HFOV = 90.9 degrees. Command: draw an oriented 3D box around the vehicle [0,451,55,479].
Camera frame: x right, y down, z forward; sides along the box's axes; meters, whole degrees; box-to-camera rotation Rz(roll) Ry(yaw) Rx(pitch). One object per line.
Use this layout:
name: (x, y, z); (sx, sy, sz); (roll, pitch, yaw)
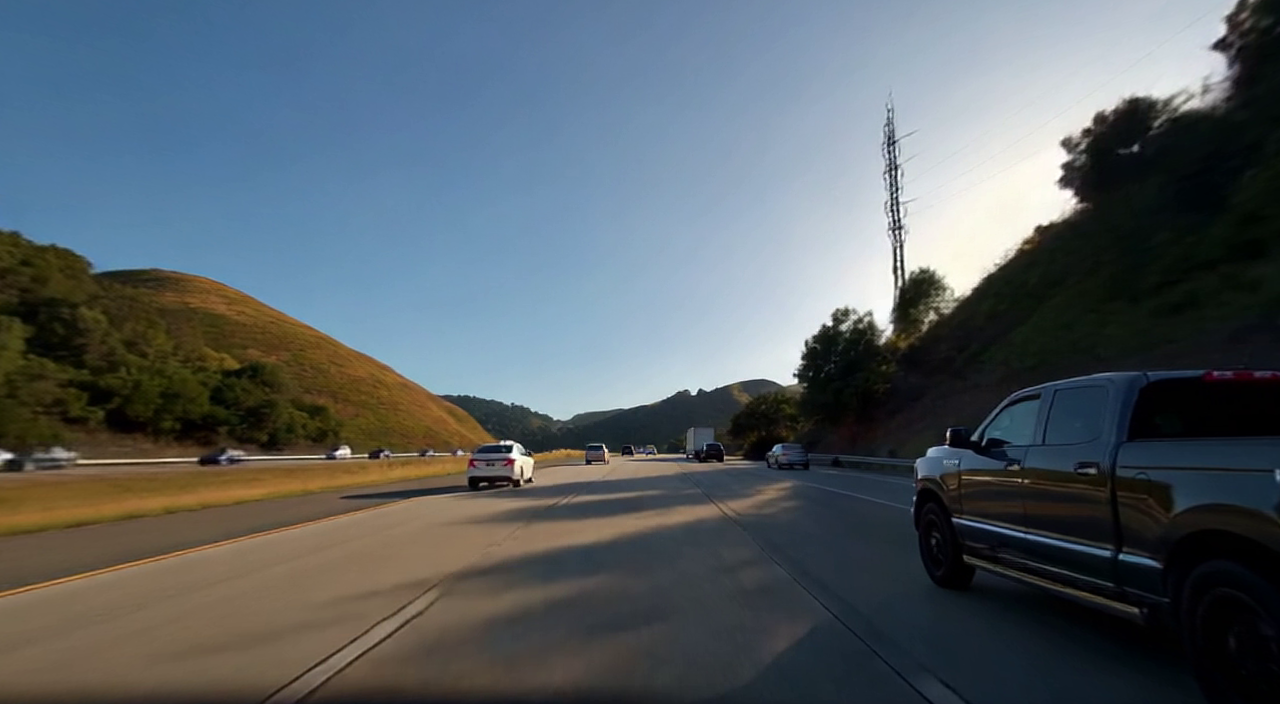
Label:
vehicle: (-34.286, 6.041, 33.871); (1.686, 1.423, 4.192); (0, -8, 1)

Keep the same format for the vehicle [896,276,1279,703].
vehicle: (3.449, 0.820, 3.265); (2.098, 1.925, 5.171); (0, -8, 1)

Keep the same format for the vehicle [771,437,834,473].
vehicle: (8.030, 5.113, 31.566); (1.986, 1.633, 4.430); (0, -8, 0)

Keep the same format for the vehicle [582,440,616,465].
vehicle: (-2.913, 7.285, 45.860); (2.021, 1.679, 4.310); (-1, -8, 3)

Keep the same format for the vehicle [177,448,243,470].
vehicle: (-30.176, 7.495, 44.402); (1.719, 1.419, 4.075); (0, -8, 2)

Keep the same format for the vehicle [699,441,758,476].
vehicle: (3.966, 4.837, 28.899); (2.046, 1.471, 4.333); (0, -8, 0)

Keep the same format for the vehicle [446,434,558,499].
vehicle: (-3.819, 3.250, 18.365); (2.113, 1.636, 4.494); (-1, -8, 2)
